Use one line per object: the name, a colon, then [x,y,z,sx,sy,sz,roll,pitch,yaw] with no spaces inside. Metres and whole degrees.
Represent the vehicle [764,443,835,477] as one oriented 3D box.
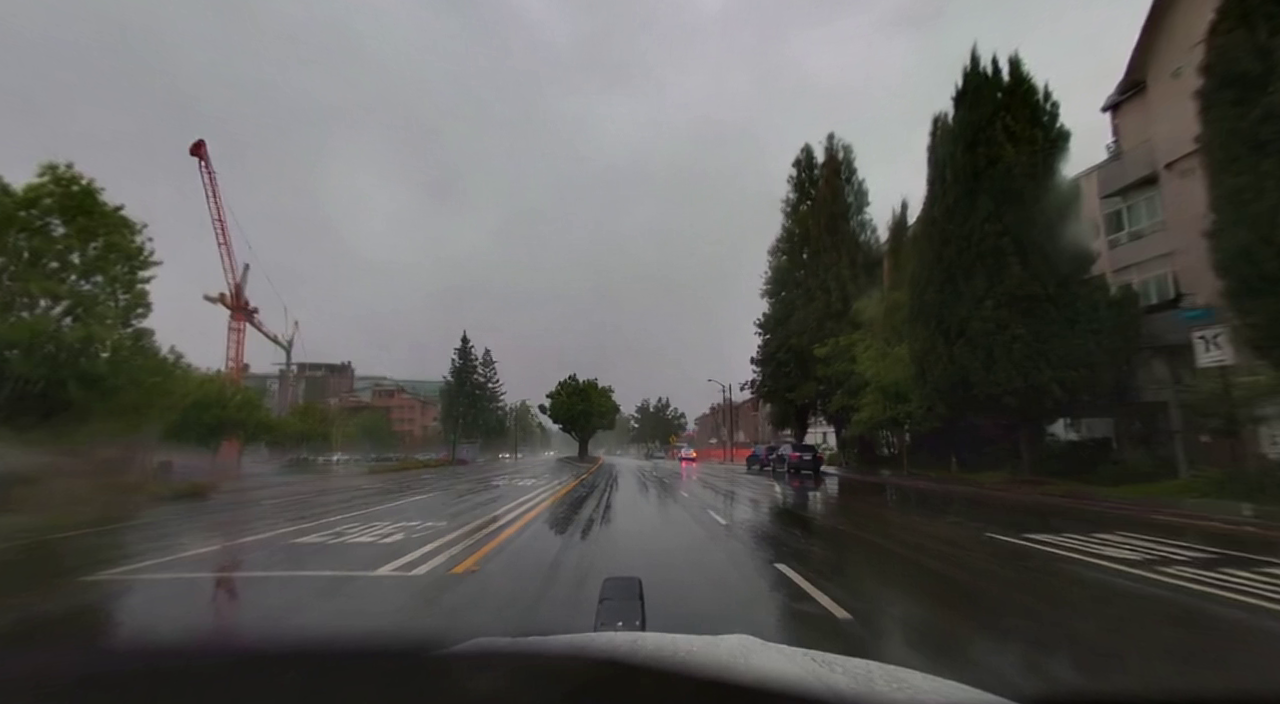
vehicle: [7.544,5.139,30.414,1.946,1.472,4.753,0,-9,-3]
